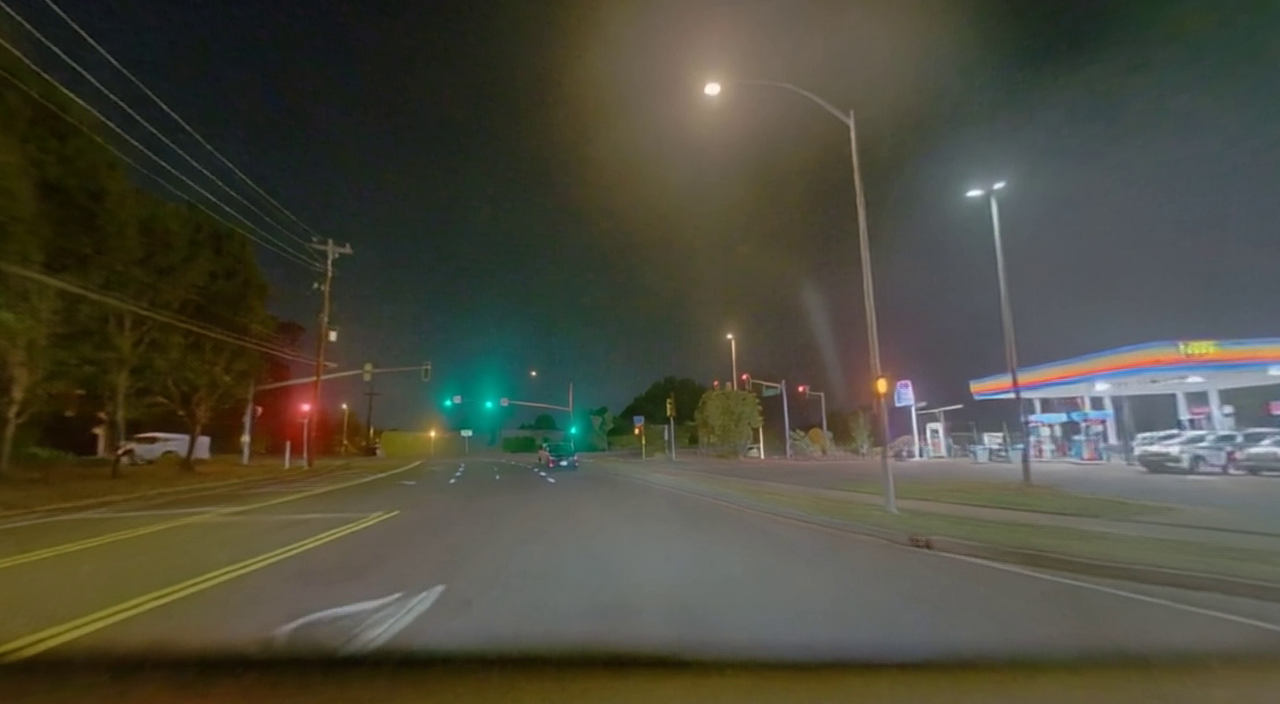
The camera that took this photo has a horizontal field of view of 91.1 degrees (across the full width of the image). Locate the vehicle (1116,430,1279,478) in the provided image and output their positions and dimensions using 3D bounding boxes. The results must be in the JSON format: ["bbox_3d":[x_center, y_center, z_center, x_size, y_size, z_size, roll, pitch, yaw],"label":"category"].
[{"bbox_3d":[18.961,3.398,21.023,4.677,1.494,1.960,1,-9,-9],"label":"vehicle"}]

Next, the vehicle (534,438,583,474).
[{"bbox_3d":[-4.737,5.914,35.937,2.300,1.868,4.690,2,-9,-13],"label":"vehicle"}]

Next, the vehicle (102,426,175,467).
[{"bbox_3d":[-32.267,6.122,40.456,2.427,2.514,2.560,-4,-10,21],"label":"vehicle"}]
